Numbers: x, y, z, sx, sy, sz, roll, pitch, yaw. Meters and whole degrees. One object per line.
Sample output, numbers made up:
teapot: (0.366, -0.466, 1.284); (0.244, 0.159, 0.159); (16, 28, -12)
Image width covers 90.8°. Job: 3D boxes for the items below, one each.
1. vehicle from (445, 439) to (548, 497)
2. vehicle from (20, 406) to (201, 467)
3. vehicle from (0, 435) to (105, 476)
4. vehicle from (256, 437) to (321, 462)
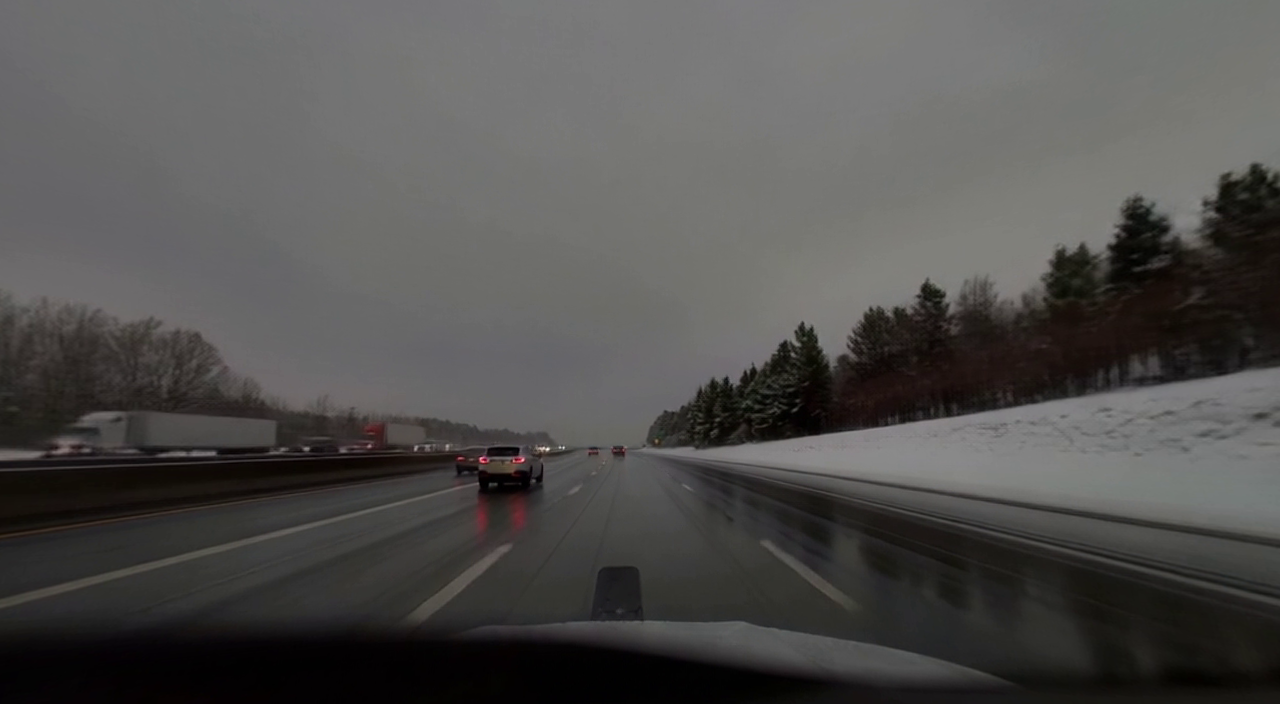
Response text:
vehicle: (-4.145, 3.429, 19.130); (2.073, 1.516, 4.478); (0, -9, 0)
vehicle: (-32.892, 5.422, 40.079); (3.205, 3.371, 9.610); (0, -9, -1)
vehicle: (-24.819, 4.207, 25.844); (1.840, 1.483, 4.590); (0, -9, -1)
vehicle: (-25.481, 7.106, 45.998); (2.068, 1.700, 4.741); (0, -9, -1)
